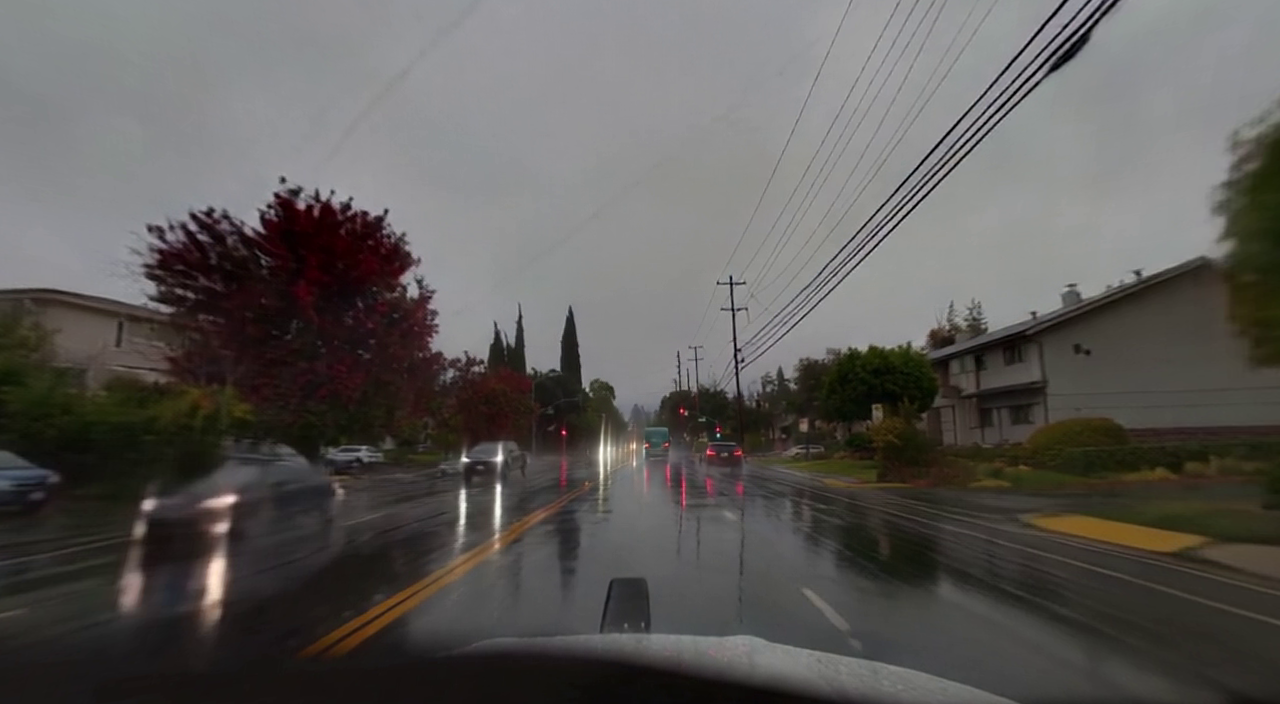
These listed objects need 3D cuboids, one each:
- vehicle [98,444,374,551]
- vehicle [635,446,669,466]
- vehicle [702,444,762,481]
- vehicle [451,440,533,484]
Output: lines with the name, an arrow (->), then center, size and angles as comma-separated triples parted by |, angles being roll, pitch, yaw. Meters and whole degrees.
vehicle -> -7.042, 2.522, 11.786 | 1.997, 1.566, 4.637 | 0, -8, 1
vehicle -> 0.852, 7.379, 44.875 | 2.298, 1.359, 4.081 | 0, -8, 1
vehicle -> 3.914, 4.755, 27.519 | 1.951, 1.479, 4.487 | 0, -8, 0
vehicle -> -6.636, 4.993, 28.982 | 2.303, 1.789, 5.423 | -1, -8, 2
